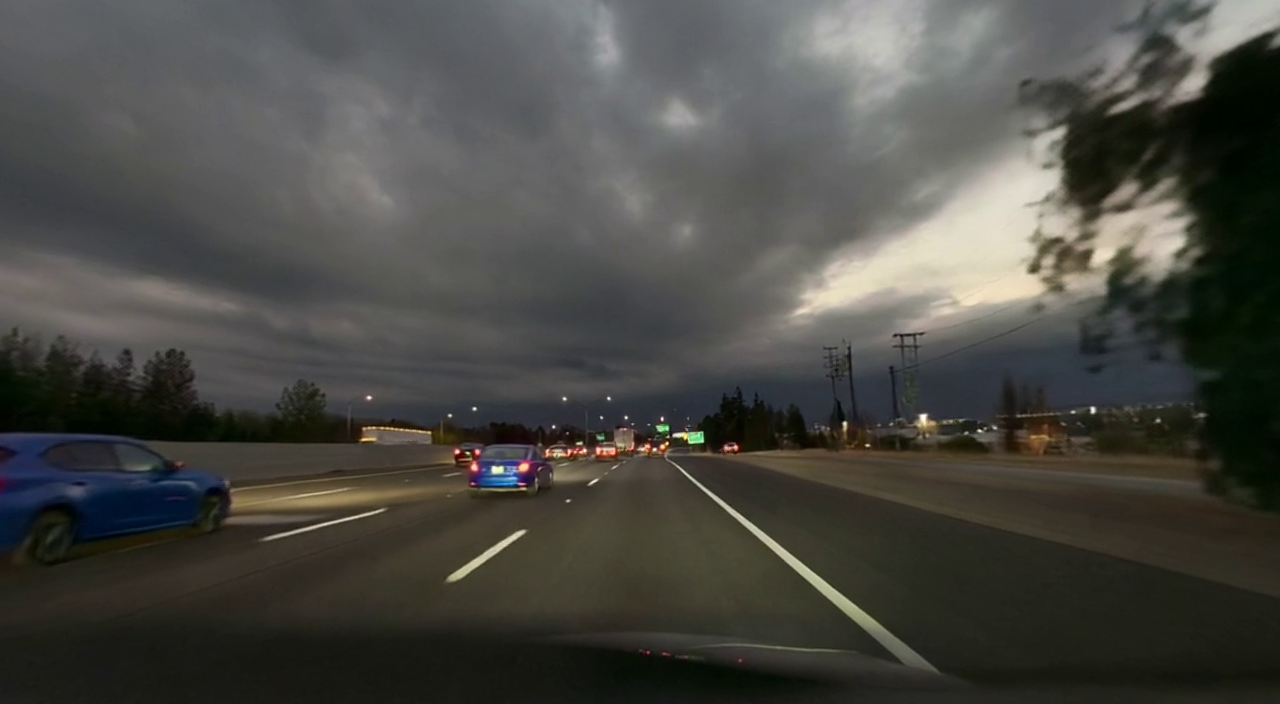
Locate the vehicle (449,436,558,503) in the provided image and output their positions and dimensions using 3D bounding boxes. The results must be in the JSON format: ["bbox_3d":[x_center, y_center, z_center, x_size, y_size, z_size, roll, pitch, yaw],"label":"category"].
[{"bbox_3d":[-3.403,2.988,16.440,1.953,1.511,3.704,0,-8,1],"label":"vehicle"}]

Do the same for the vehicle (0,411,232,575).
[{"bbox_3d":[-7.603,1.677,7.956,1.970,1.682,4.297,0,-8,1],"label":"vehicle"}]

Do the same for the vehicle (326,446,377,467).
[{"bbox_3d":[-20.448,7.410,44.851,1.700,1.449,3.785,-1,-8,2],"label":"vehicle"}]
